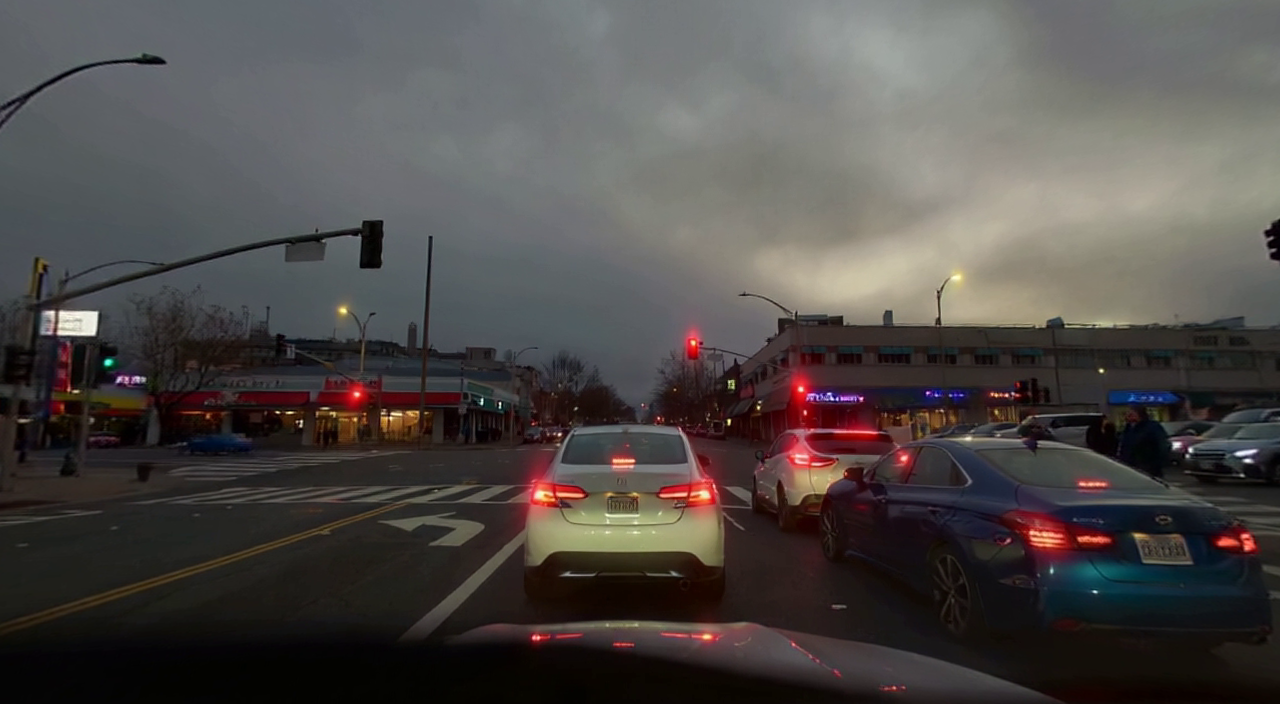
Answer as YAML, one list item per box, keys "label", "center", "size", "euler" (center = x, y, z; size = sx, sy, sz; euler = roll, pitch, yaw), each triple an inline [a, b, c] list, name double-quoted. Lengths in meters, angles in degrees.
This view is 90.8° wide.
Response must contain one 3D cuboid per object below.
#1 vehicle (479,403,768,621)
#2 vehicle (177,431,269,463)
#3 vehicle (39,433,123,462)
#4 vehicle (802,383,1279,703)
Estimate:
- label: "vehicle"
  center: [-0.141, 1.525, 7.077]
  size: [2.123, 1.589, 4.702]
  euler: [0, -8, 0]
- label: "vehicle"
  center: [-25.099, 5.717, 37.984]
  size: [5.003, 1.799, 2.066]
  euler: [-4, -9, 23]
- label: "vehicle"
  center: [-33.224, 5.674, 37.527]
  size: [4.253, 1.570, 2.132]
  euler: [-4, -9, 26]
- label: "vehicle"
  center: [3.030, 1.307, 5.443]
  size: [1.983, 1.654, 4.354]
  euler: [0, -8, -2]
